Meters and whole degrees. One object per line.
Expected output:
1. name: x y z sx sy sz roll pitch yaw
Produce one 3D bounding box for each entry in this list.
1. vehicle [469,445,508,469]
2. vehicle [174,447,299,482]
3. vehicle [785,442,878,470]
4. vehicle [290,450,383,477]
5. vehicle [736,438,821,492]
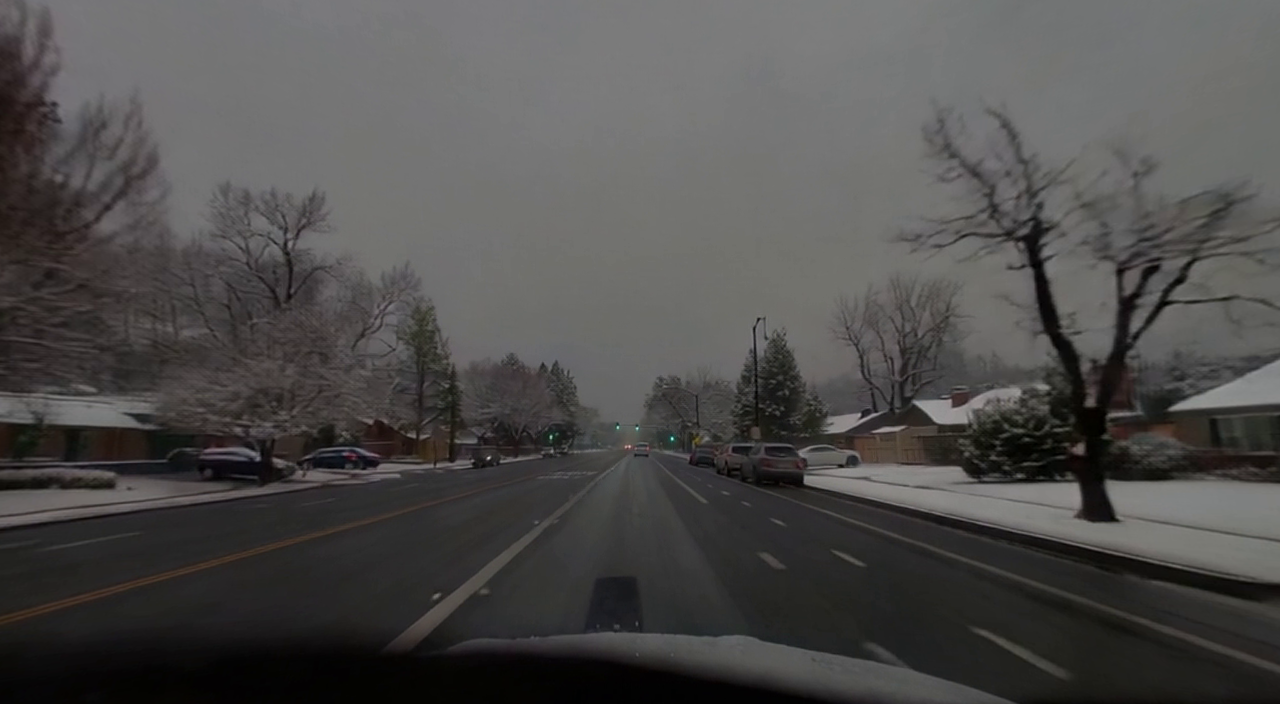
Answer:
1. vehicle: -11.914 8.300 49.883 2.061 1.760 4.569 -1 -10 -1
2. vehicle: -18.158 5.058 28.460 4.355 1.482 1.794 0 -9 0
3. vehicle: 11.237 6.133 37.215 4.875 1.609 1.954 0 -9 1
4. vehicle: -17.634 6.494 36.731 4.349 1.457 1.997 0 -9 -1
5. vehicle: 5.264 4.338 24.536 2.164 1.729 4.488 4 -9 -1
